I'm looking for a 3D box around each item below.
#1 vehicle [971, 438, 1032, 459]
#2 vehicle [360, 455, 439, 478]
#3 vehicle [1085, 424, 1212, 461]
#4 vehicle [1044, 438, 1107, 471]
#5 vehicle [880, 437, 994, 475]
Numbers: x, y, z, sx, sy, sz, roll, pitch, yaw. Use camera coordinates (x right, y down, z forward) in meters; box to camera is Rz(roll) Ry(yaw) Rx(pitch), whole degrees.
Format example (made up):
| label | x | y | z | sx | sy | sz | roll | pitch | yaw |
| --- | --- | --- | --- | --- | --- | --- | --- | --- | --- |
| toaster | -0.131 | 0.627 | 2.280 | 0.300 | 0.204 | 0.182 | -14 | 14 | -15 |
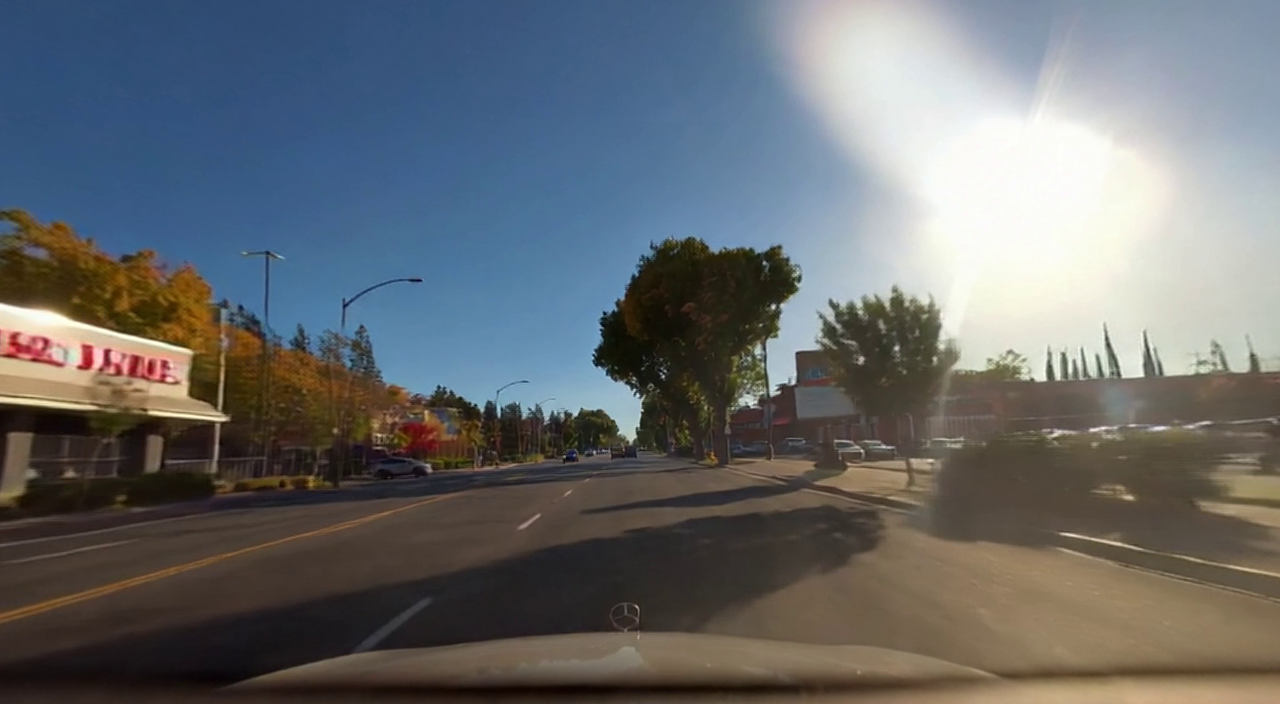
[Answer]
| label | x | y | z | sx | sy | sz | roll | pitch | yaw |
| --- | --- | --- | --- | --- | --- | --- | --- | --- | --- |
| vehicle | 26.554 | 7.086 | 46.601 | 1.867 | 1.434 | 4.485 | 0 | -8 | 0 |
| vehicle | -17.067 | 8.158 | 45.005 | 4.752 | 1.523 | 2.123 | 0 | -8 | -2 |
| vehicle | 28.190 | 5.058 | 35.373 | 2.194 | 1.889 | 5.745 | 0 | -8 | -1 |
| vehicle | 21.163 | 4.978 | 30.869 | 1.901 | 1.461 | 4.482 | -5 | -9 | 27 |
| vehicle | 15.969 | 5.618 | 34.188 | 4.914 | 1.540 | 2.200 | -6 | -8 | 1 |
